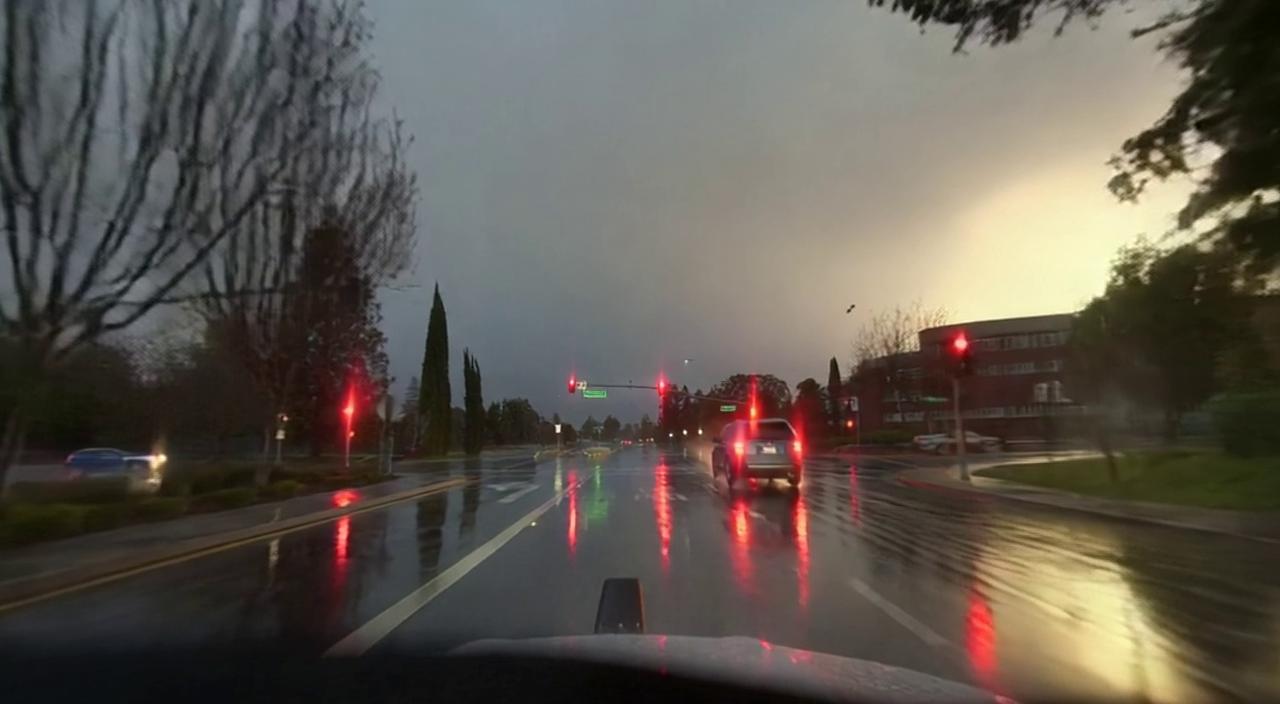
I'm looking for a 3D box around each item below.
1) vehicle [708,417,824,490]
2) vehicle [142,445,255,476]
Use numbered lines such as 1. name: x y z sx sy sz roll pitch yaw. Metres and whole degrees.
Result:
1. vehicle: 3.435 2.916 18.390 2.229 1.795 4.927 0 -8 -1
2. vehicle: -24.823 6.112 35.649 4.737 1.659 2.042 0 -8 -3
